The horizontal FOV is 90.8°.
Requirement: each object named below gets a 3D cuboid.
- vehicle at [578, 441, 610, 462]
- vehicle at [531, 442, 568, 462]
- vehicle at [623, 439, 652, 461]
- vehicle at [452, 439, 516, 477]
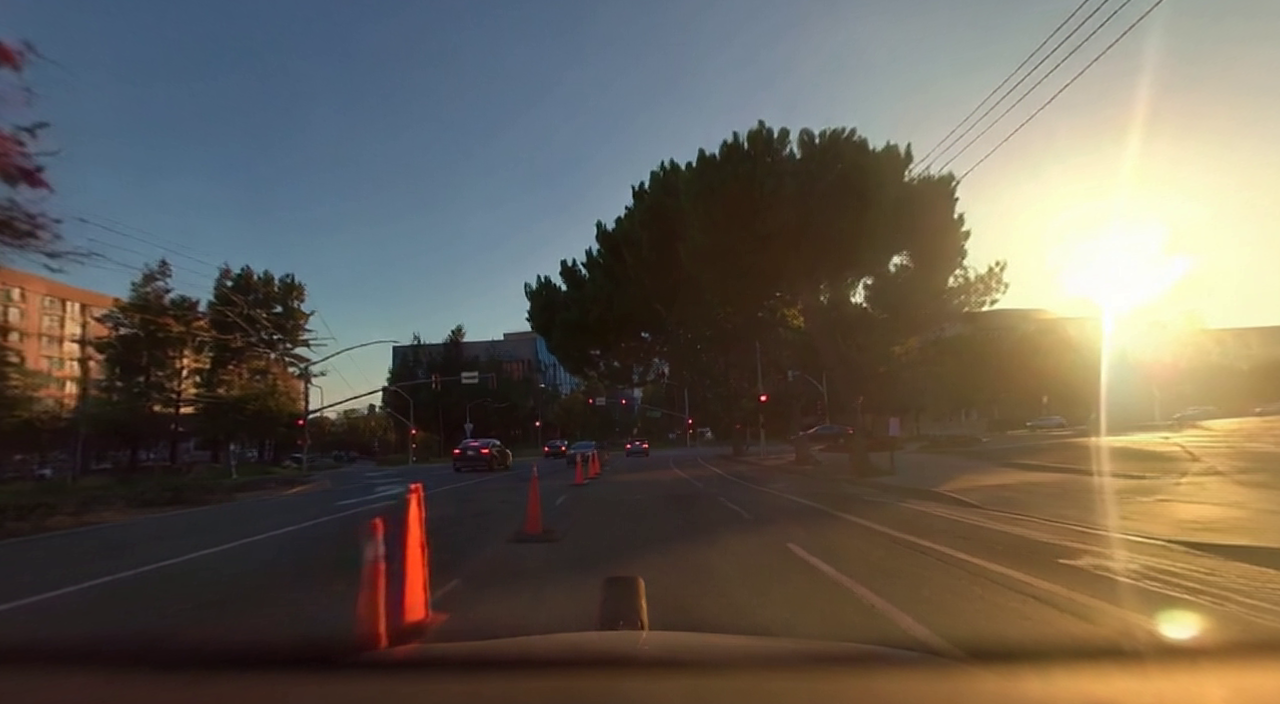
[{"bbox_3d":[-3.220,7.134,45.359,1.946,1.437,4.154,0,-8,1],"label":"vehicle"},{"bbox_3d":[-6.799,7.549,47.952,2.074,1.447,4.224,0,-8,1],"label":"vehicle"},{"bbox_3d":[-0.137,7.000,45.222,1.985,1.521,3.968,0,-8,0],"label":"vehicle"},{"bbox_3d":[-6.986,4.781,28.750,1.869,1.570,4.064,0,-8,0],"label":"vehicle"}]
